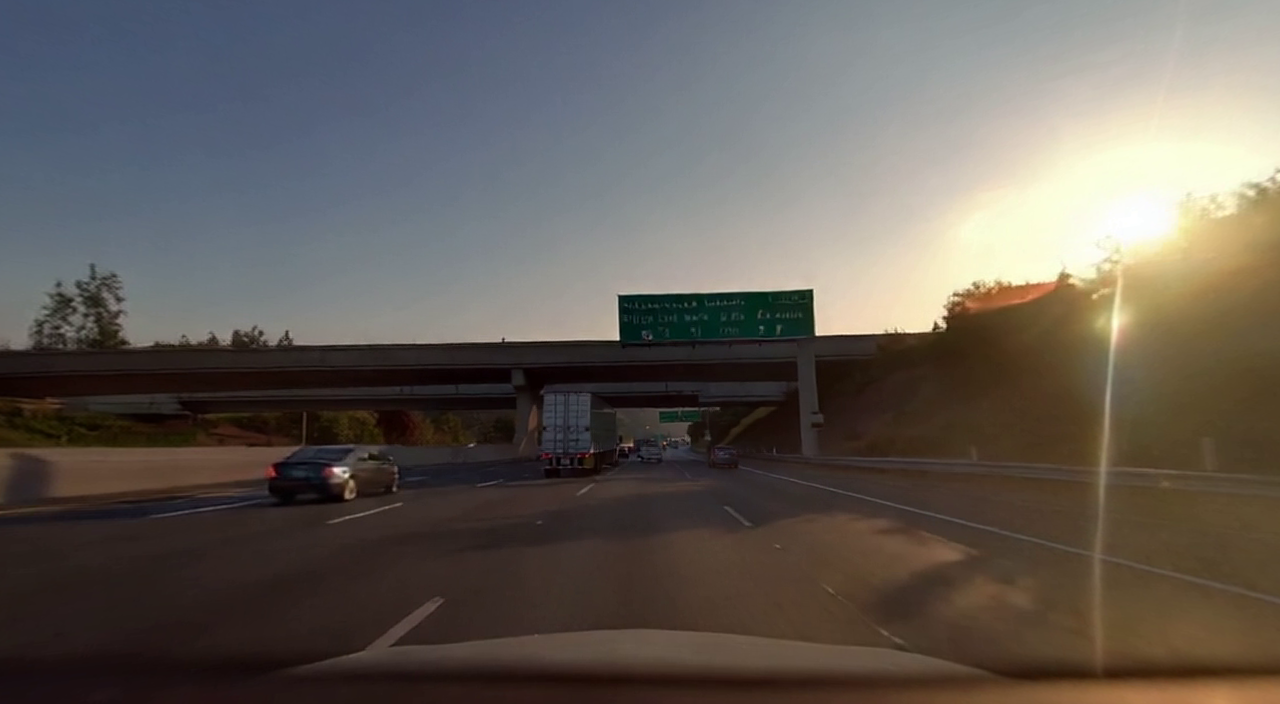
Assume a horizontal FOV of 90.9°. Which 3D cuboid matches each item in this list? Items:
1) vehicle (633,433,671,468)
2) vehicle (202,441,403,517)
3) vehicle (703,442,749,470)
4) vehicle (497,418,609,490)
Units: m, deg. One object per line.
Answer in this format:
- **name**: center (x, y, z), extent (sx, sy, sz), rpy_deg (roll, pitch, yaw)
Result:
- **vehicle**: center (0.764, 6.306, 40.566), extent (2.309, 2.023, 5.130), rpy_deg (0, -8, 1)
- **vehicle**: center (-7.328, 2.767, 14.389), extent (1.965, 1.437, 4.592), rpy_deg (0, -8, 1)
- **vehicle**: center (4.794, 5.858, 35.645), extent (1.993, 1.474, 4.230), rpy_deg (0, -8, 0)
- **vehicle**: center (-3.309, 4.620, 29.380), extent (2.854, 2.379, 16.653), rpy_deg (0, -8, 0)
